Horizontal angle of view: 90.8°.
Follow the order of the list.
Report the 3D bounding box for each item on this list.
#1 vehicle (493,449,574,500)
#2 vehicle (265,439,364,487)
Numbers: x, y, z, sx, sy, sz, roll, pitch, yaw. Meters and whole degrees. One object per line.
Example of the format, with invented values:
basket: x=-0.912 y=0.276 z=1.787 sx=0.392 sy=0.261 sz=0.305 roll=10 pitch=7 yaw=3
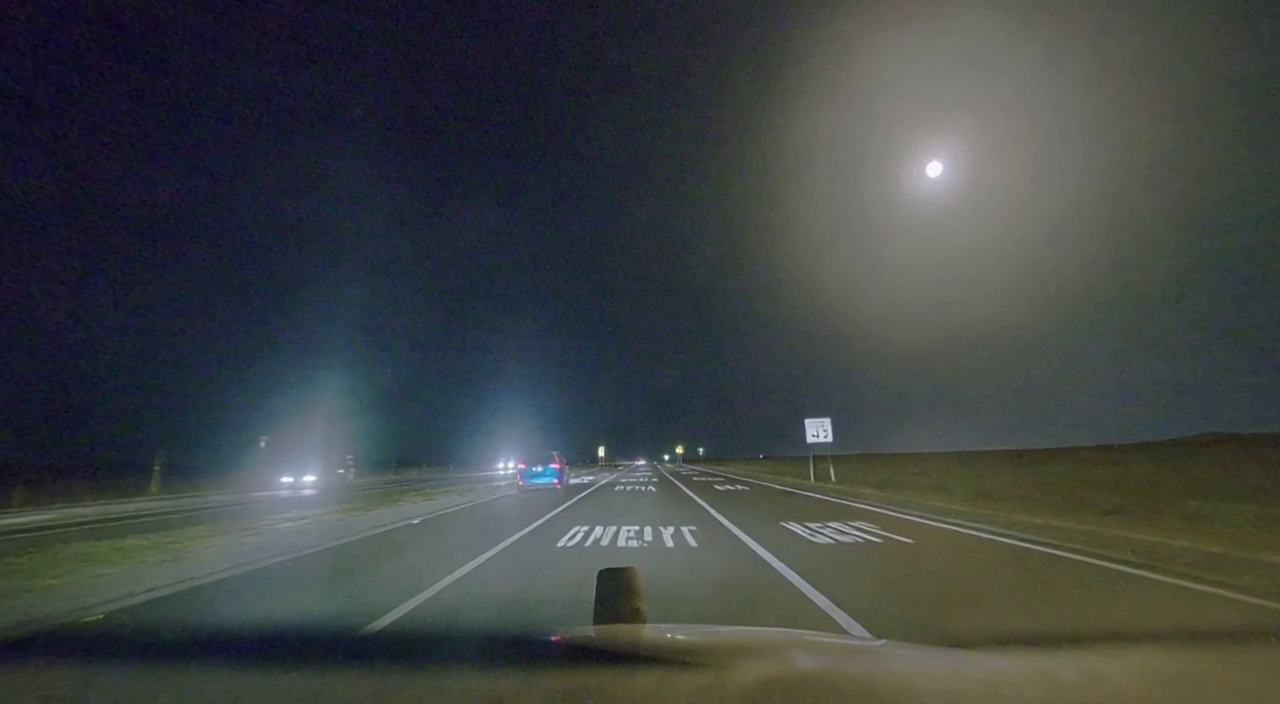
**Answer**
vehicle: x=-3.701 y=4.320 z=22.693 sx=2.053 sy=1.647 sz=4.252 roll=0 pitch=-9 yaw=2
vehicle: x=-17.699 y=6.051 z=34.767 sx=2.237 sy=2.410 sz=5.801 roll=0 pitch=-9 yaw=1
